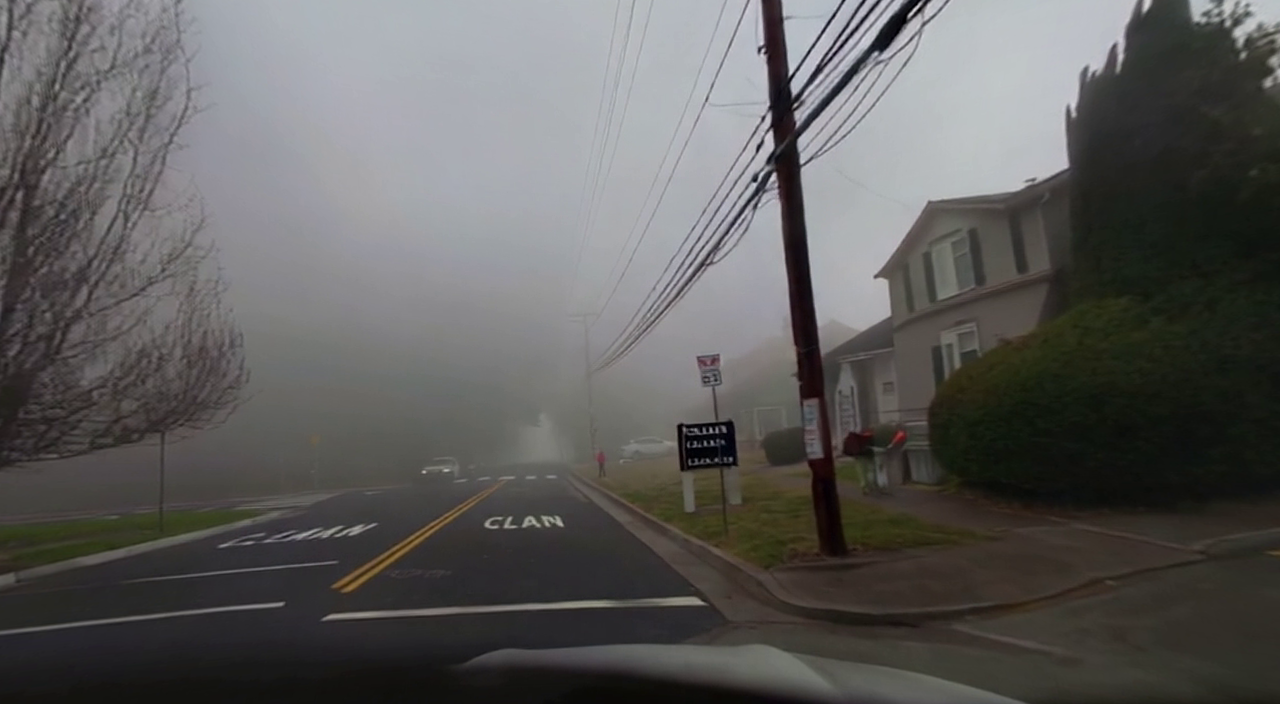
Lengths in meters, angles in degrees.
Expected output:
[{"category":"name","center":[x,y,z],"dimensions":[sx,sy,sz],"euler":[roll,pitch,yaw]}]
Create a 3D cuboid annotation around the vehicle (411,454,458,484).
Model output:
[{"category":"vehicle","center":[-13.635,7.780,42.211],"dimensions":[2.203,1.787,4.704],"euler":[1,-9,-8]}]
